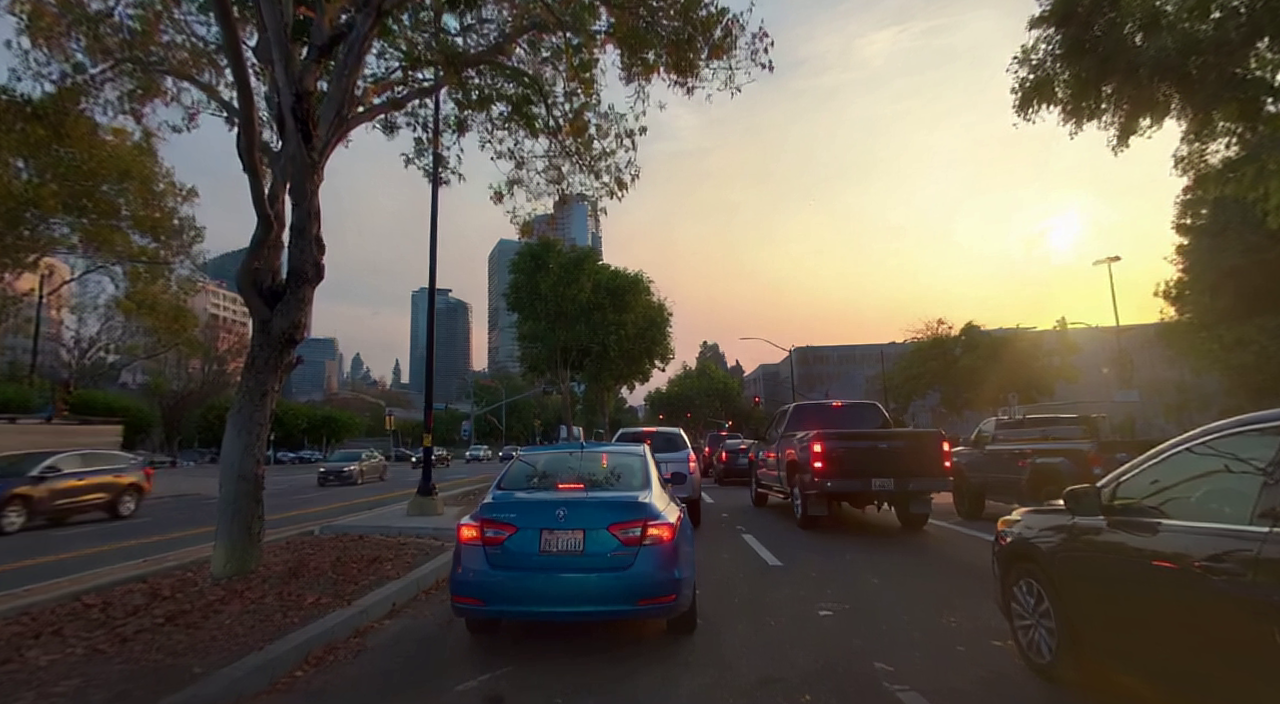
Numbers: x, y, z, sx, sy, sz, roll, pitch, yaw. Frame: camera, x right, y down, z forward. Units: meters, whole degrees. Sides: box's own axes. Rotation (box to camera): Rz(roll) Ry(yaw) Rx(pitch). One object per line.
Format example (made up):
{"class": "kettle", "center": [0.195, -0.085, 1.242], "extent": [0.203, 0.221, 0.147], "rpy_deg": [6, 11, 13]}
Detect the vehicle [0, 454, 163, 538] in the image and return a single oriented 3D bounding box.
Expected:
{"class": "vehicle", "center": [-12.790, 2.905, 13.077], "extent": [1.968, 1.497, 4.649], "rpy_deg": [0, -9, 1]}

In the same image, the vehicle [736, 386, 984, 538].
{"class": "vehicle", "center": [3.511, 1.960, 11.693], "extent": [2.444, 2.098, 5.766], "rpy_deg": [0, -9, -1]}

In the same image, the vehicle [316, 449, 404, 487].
{"class": "vehicle", "center": [-12.428, 5.138, 28.220], "extent": [1.882, 1.538, 4.382], "rpy_deg": [0, -8, 1]}

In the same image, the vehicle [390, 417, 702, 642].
{"class": "vehicle", "center": [-0.583, 1.502, 6.333], "extent": [2.111, 1.506, 4.018], "rpy_deg": [0, -9, 2]}

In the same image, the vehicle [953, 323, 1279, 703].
{"class": "vehicle", "center": [3.154, 0.760, 2.074], "extent": [1.982, 1.709, 4.427], "rpy_deg": [0, -9, 1]}
